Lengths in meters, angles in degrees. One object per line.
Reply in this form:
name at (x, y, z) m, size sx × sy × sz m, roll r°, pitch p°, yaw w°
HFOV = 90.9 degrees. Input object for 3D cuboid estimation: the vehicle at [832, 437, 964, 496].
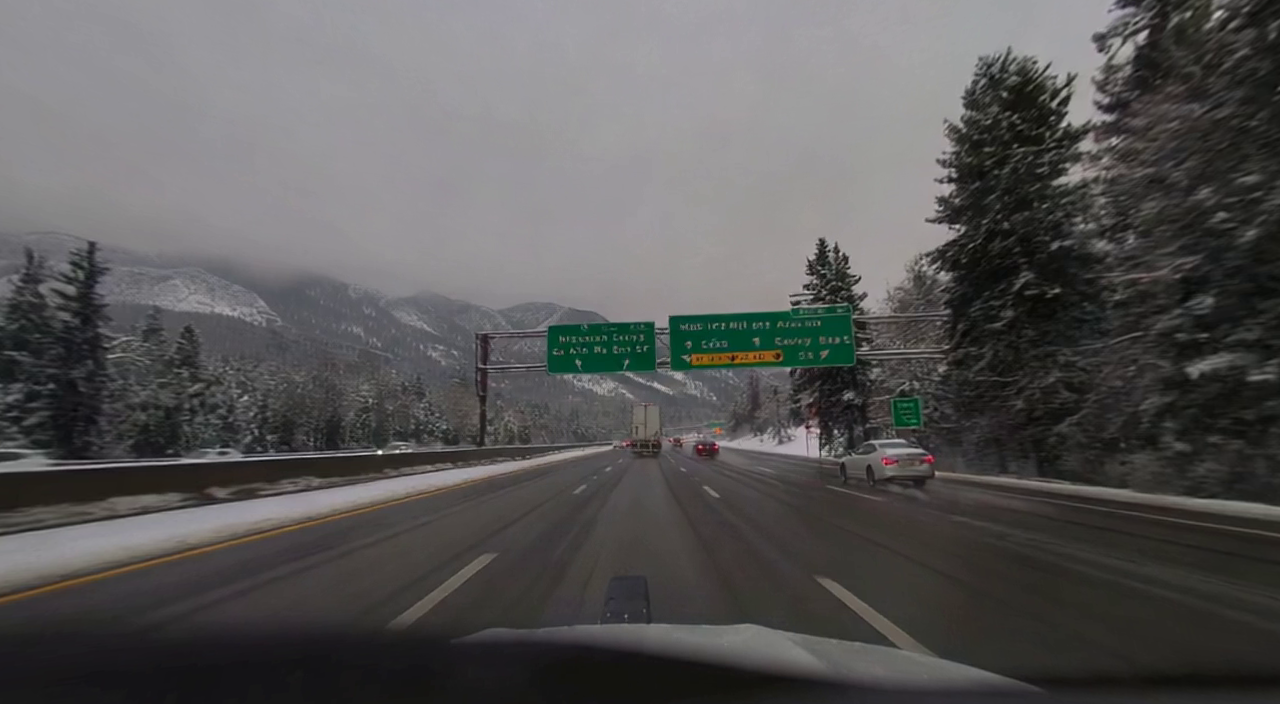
vehicle at (7.054, 3.153, 17.780) m, size 1.982 × 1.440 × 4.171 m, roll 0°, pitch -8°, yaw 1°

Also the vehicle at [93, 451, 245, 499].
vehicle at (-16.483, 4.293, 22.420) m, size 1.930 × 1.474 × 4.492 m, roll 0°, pitch -9°, yaw 0°

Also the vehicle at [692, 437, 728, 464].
vehicle at (4.452, 6.321, 40.658) m, size 1.880 × 1.624 × 3.941 m, roll 0°, pitch -8°, yaw 0°
